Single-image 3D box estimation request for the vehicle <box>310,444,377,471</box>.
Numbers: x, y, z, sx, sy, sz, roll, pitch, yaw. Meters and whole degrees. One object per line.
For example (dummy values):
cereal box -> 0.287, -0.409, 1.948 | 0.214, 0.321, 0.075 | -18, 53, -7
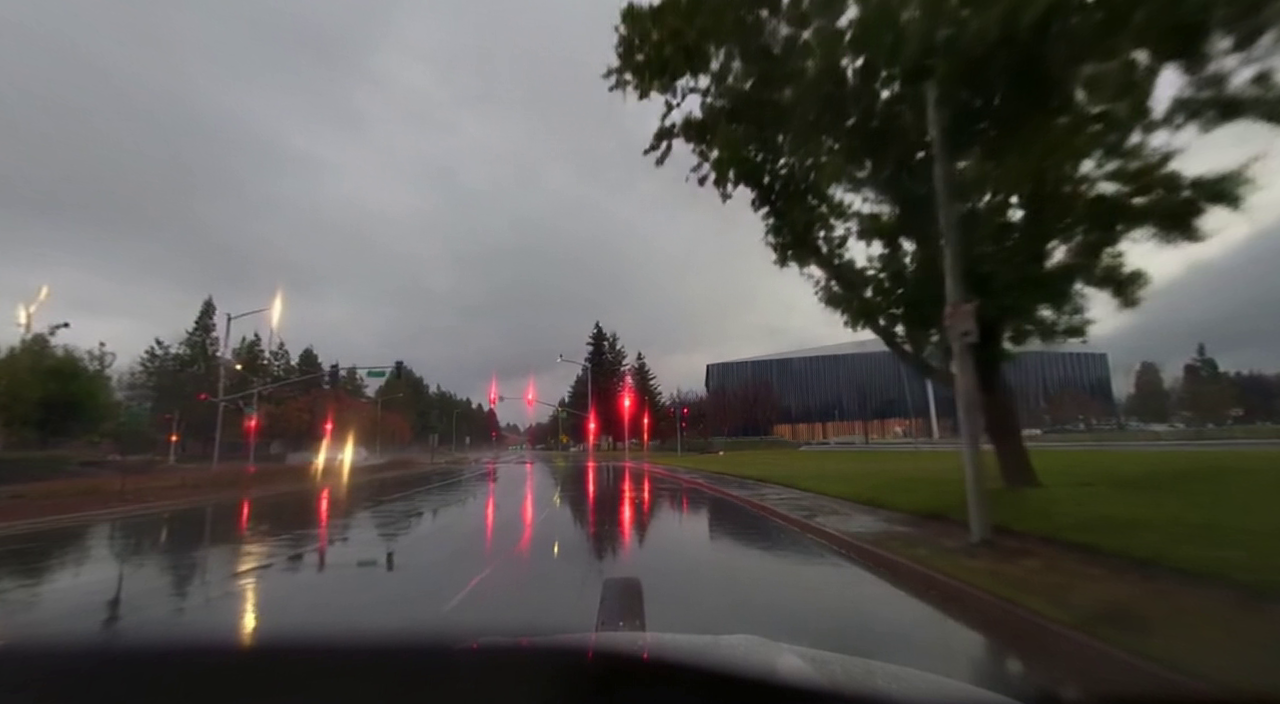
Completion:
vehicle -> -19.312, 6.885, 41.297 | 1.870, 1.594, 4.447 | -1, -9, 6
